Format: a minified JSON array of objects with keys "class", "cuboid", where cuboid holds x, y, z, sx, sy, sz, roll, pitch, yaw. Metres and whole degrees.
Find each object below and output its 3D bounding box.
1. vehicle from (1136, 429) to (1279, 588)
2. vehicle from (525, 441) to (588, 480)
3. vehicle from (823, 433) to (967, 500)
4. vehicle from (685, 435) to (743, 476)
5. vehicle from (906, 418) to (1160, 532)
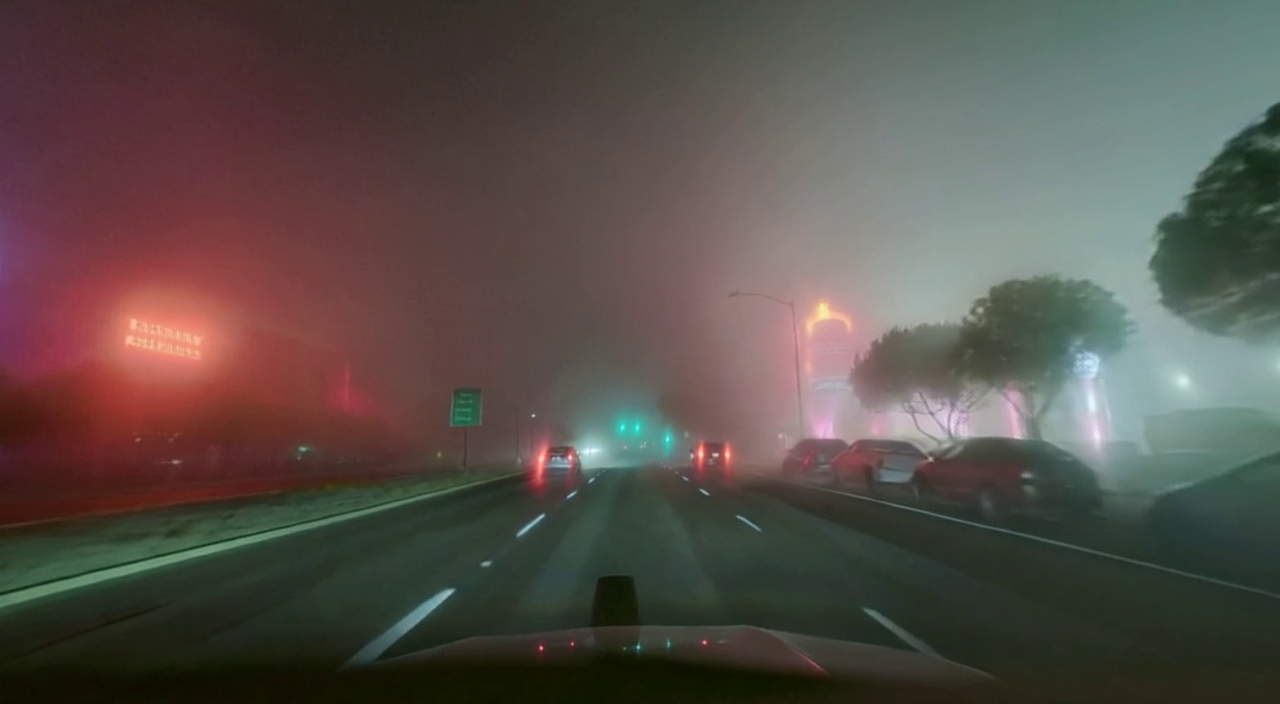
[{"class":"vehicle","cuboid":[6.924,1.375,5.233,1.876,1.478,4.670,0,-8,2]},{"class":"vehicle","cuboid":[-3.377,4.471,26.263,2.005,1.477,4.169,0,-8,0]},{"class":"vehicle","cuboid":[6.793,3.097,17.391,2.078,1.597,4.289,0,-8,-1]},{"class":"vehicle","cuboid":[3.403,4.837,29.652,2.083,1.743,4.354,0,-8,-2]},{"class":"vehicle","cuboid":[7.002,2.220,11.925,2.039,1.749,4.193,0,-8,-1]}]
